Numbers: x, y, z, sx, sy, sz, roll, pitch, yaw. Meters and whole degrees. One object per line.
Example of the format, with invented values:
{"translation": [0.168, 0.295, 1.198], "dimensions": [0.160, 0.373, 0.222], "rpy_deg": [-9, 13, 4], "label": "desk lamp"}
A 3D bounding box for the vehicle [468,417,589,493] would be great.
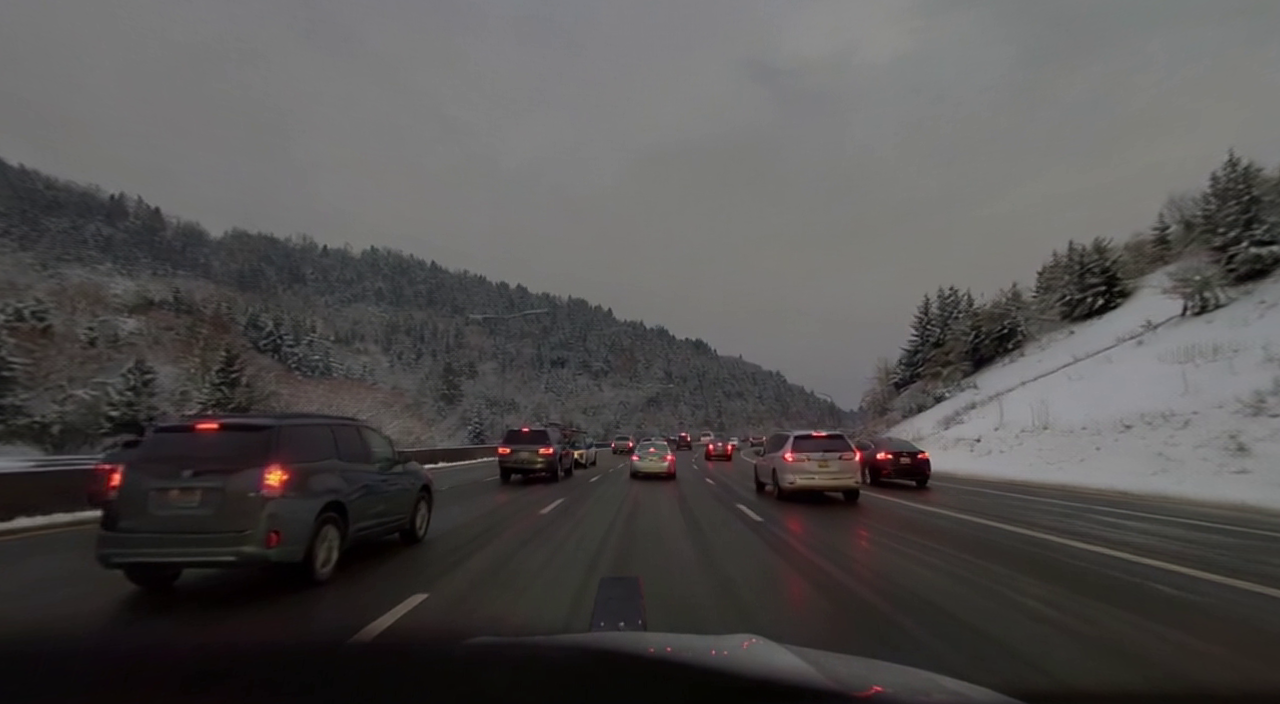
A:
{"translation": [-3.014, 2.967, 18.544], "dimensions": [2.301, 1.902, 5.374], "rpy_deg": [-1, -8, 3], "label": "vehicle"}

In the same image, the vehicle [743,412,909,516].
{"translation": [3.526, 2.230, 13.026], "dimensions": [2.046, 1.765, 4.534], "rpy_deg": [0, -8, 0], "label": "vehicle"}

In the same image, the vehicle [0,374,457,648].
{"translation": [-3.619, 1.316, 6.276], "dimensions": [2.179, 1.723, 4.410], "rpy_deg": [0, -8, 1], "label": "vehicle"}

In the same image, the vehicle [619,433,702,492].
{"translation": [0.594, 3.108, 18.100], "dimensions": [2.105, 1.471, 4.349], "rpy_deg": [0, -8, 2], "label": "vehicle"}
